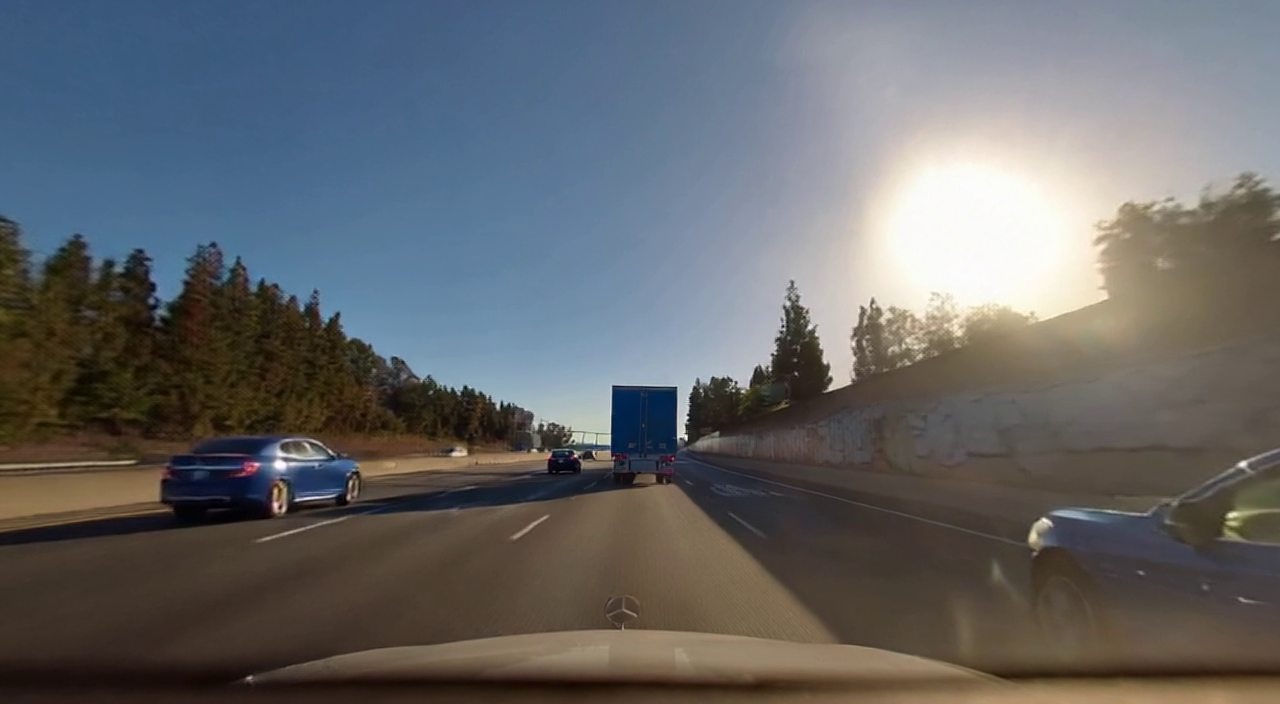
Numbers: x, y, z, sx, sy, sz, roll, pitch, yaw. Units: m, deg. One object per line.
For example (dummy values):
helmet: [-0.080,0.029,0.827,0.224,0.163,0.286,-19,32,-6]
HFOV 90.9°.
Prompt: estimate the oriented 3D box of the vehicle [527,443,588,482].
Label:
vehicle: [-3.388,4.654,26.763,2.020,1.505,4.171,0,-9,0]

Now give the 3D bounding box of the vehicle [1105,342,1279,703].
vehicle: [3.660,0.596,1.157,2.205,1.689,4.403,0,-9,0]

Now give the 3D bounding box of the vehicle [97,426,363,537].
vehicle: [-6.938,2.221,11.332,2.005,1.607,4.042,0,-9,0]

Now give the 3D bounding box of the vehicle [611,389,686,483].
vehicle: [0.247,4.068,29.769,2.915,3.661,9.741,0,-9,-1]
